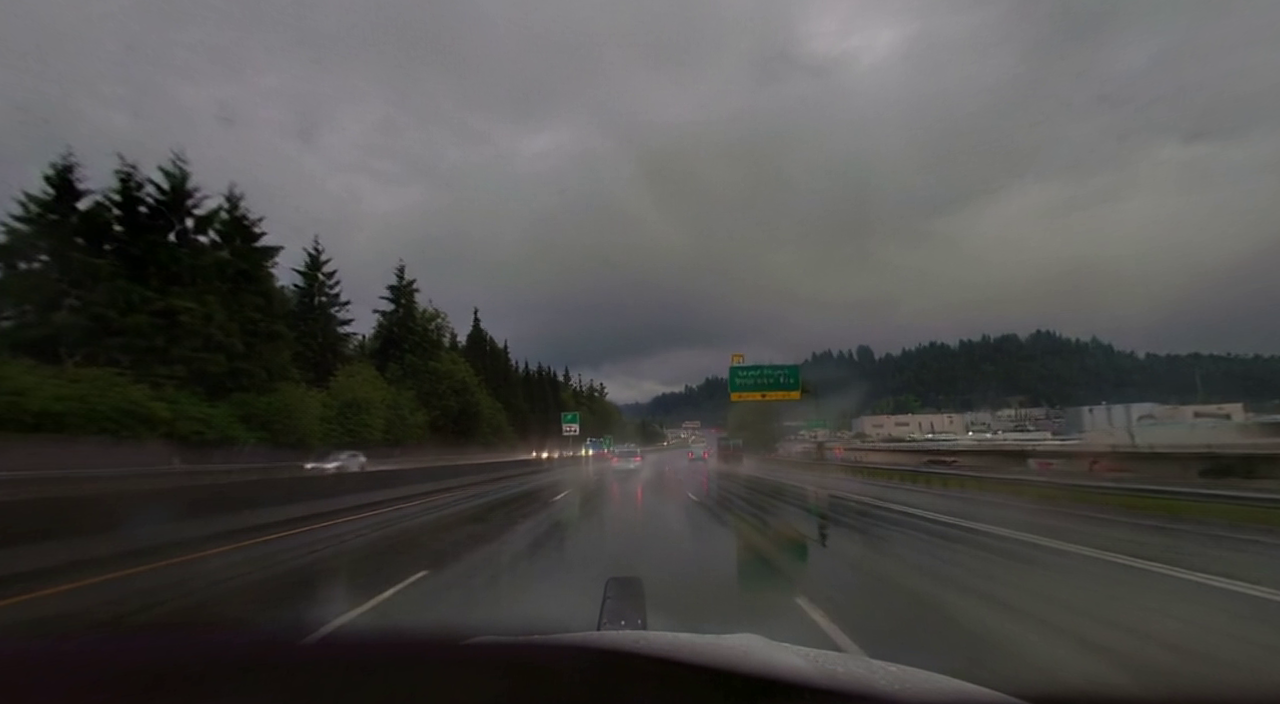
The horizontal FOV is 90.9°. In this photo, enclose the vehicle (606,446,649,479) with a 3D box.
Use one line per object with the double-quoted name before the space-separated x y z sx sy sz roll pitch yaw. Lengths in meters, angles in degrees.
"vehicle" -0.568 5.582 32.064 2.035 1.513 4.272 0 -9 1
